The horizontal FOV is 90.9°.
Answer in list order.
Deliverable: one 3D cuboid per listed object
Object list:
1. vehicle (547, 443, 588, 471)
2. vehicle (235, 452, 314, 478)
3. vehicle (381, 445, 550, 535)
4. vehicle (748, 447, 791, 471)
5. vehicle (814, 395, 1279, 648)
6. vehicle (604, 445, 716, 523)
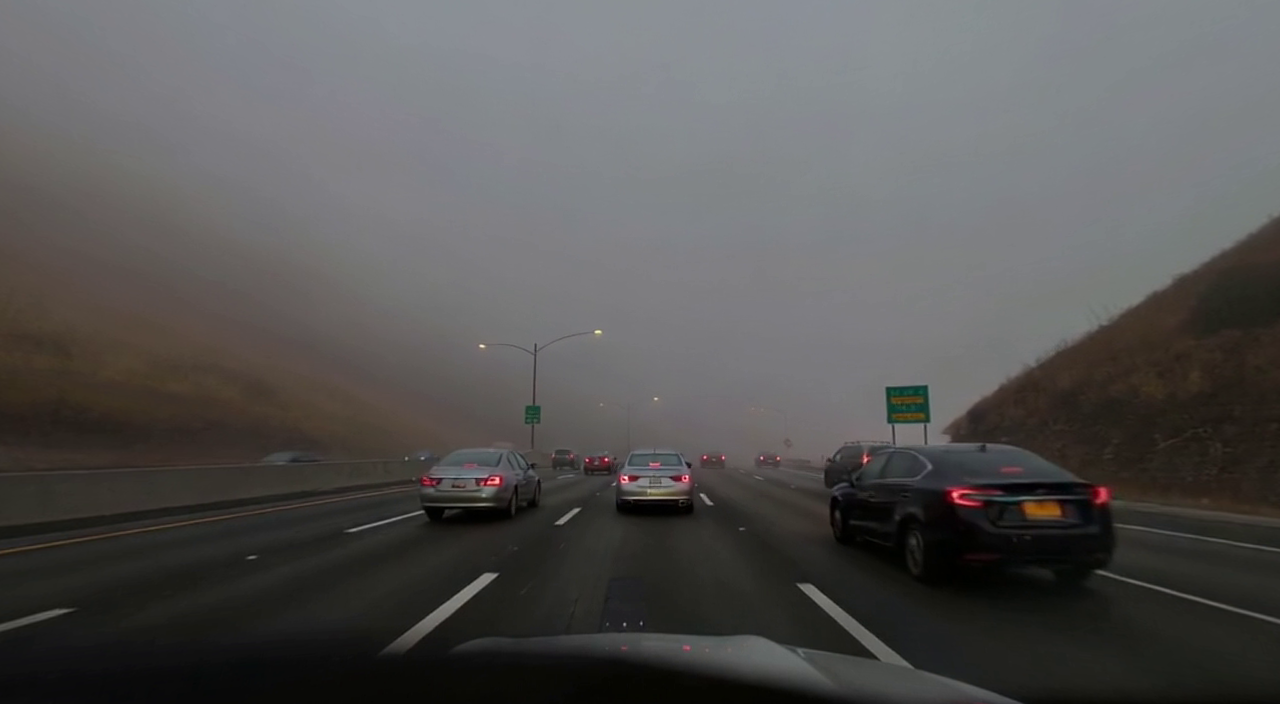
[{"bbox_3d":[-5.276,7.722,46.493,2.163,1.899,4.805,-1,-9,4],"label":"vehicle"},{"bbox_3d":[-23.297,7.189,40.424,2.072,1.472,4.716,-1,-9,2],"label":"vehicle"},{"bbox_3d":[-3.168,2.592,12.556,2.017,1.446,4.384,0,-9,1],"label":"vehicle"},{"bbox_3d":[8.501,7.045,41.779,2.097,1.515,4.593,-1,-9,2],"label":"vehicle"},{"bbox_3d":[3.523,1.502,6.699,2.083,1.693,4.740,0,-9,1],"label":"vehicle"},{"bbox_3d":[0.402,2.745,13.669,2.072,1.431,3.904,0,-9,1],"label":"vehicle"}]
